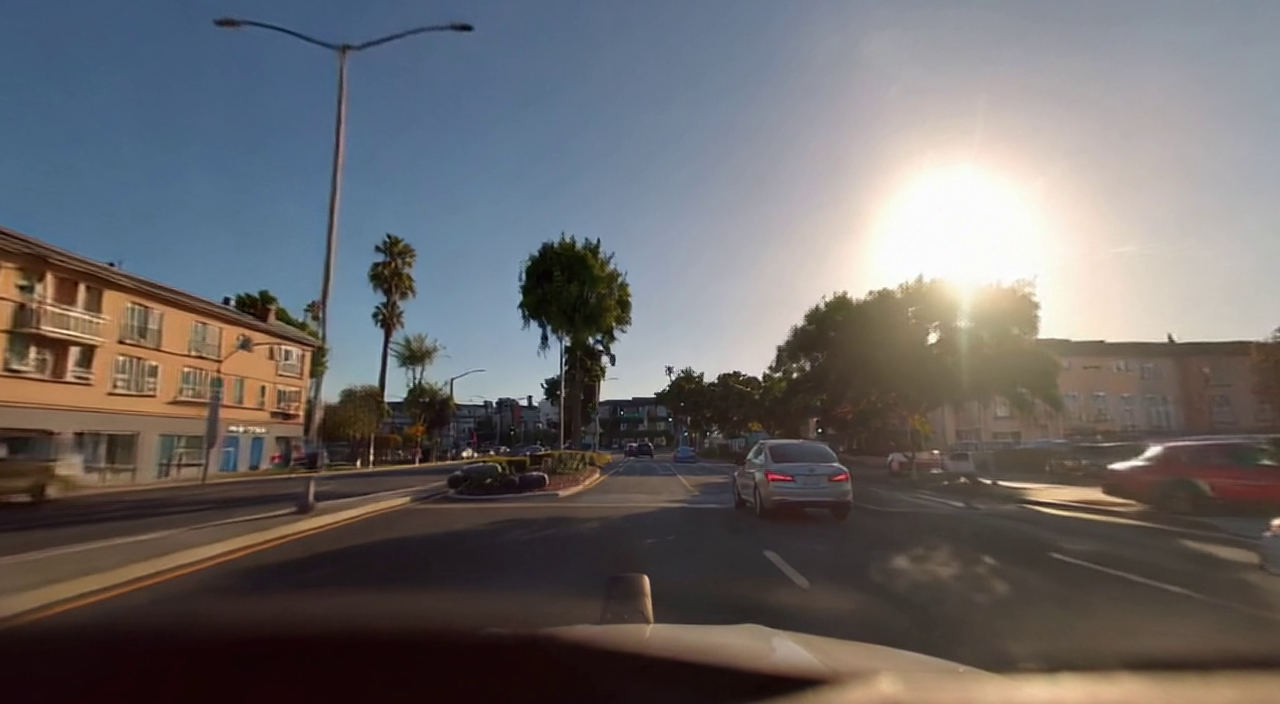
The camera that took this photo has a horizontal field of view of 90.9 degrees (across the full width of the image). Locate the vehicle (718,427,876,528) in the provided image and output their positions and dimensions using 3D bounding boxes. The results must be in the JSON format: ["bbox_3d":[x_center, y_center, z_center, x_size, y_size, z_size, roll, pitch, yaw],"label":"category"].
[{"bbox_3d":[2.868,2.389,12.594,2.009,1.639,4.267,0,-8,-1],"label":"vehicle"}]

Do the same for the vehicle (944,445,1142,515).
[{"bbox_3d":[10.263,3.237,16.669,1.994,1.542,4.974,0,-8,0],"label":"vehicle"}]

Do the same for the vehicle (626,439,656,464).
[{"bbox_3d":[0.140,7.232,46.045,2.087,1.709,4.076,0,-8,1],"label":"vehicle"}]

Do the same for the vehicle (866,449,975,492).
[{"bbox_3d":[10.341,4.376,23.719,1.891,1.428,4.680,0,-8,-1],"label":"vehicle"}]

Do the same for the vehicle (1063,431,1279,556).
[{"bbox_3d":[10.083,2.339,11.133,1.982,1.766,4.555,0,-8,-1],"label":"vehicle"}]

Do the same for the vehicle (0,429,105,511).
[{"bbox_3d":[-15.523,2.693,14.458,2.180,1.830,4.924,0,-8,-1],"label":"vehicle"}]
